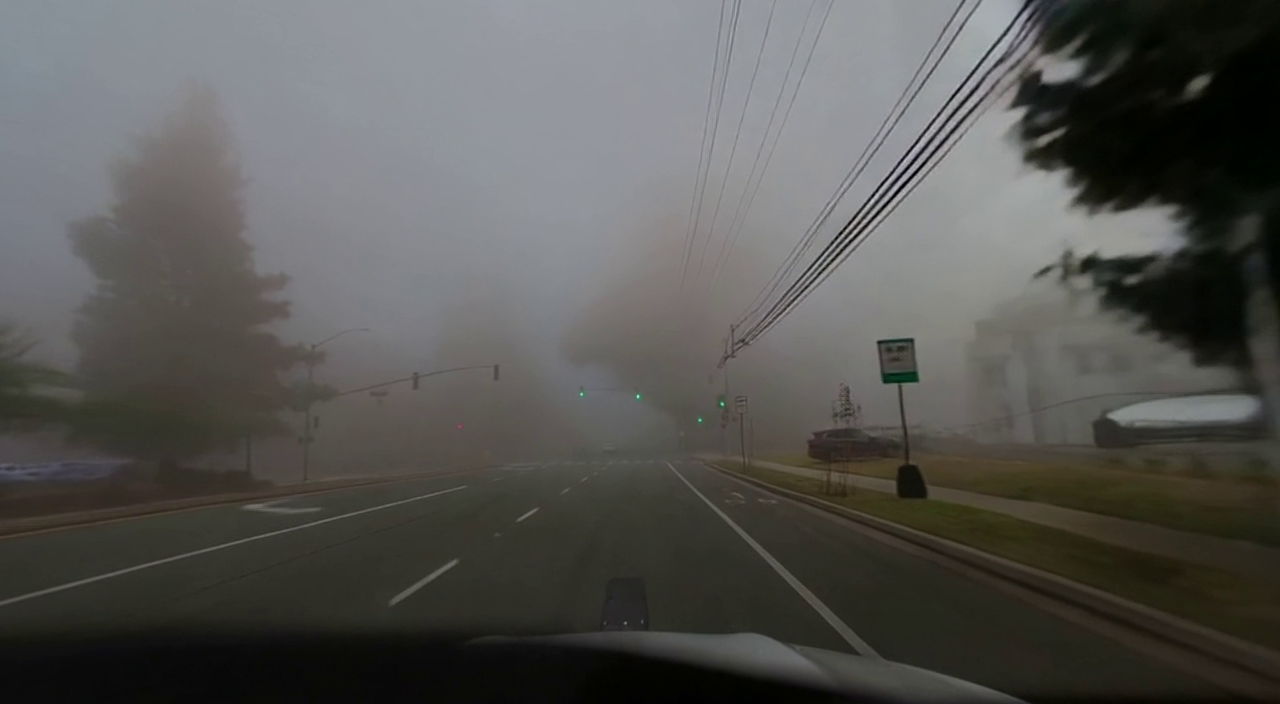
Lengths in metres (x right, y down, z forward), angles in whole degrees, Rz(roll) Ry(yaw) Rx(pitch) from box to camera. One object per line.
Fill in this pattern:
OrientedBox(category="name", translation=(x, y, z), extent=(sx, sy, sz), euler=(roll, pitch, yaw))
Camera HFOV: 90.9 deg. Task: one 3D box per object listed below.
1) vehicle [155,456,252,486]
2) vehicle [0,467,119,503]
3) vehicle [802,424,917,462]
OrientedBox(category="vehicle", translation=(-26.903, 7.321, 38.961), extent=(4.451, 1.724, 1.988), euler=(0, -8, 0))
OrientedBox(category="vehicle", translation=(-26.440, 5.937, 28.320), extent=(4.362, 1.435, 1.978), euler=(-1, -8, 2))
OrientedBox(category="vehicle", translation=(10.528, 4.381, 30.497), extent=(4.765, 1.738, 2.101), euler=(0, -8, -3))
